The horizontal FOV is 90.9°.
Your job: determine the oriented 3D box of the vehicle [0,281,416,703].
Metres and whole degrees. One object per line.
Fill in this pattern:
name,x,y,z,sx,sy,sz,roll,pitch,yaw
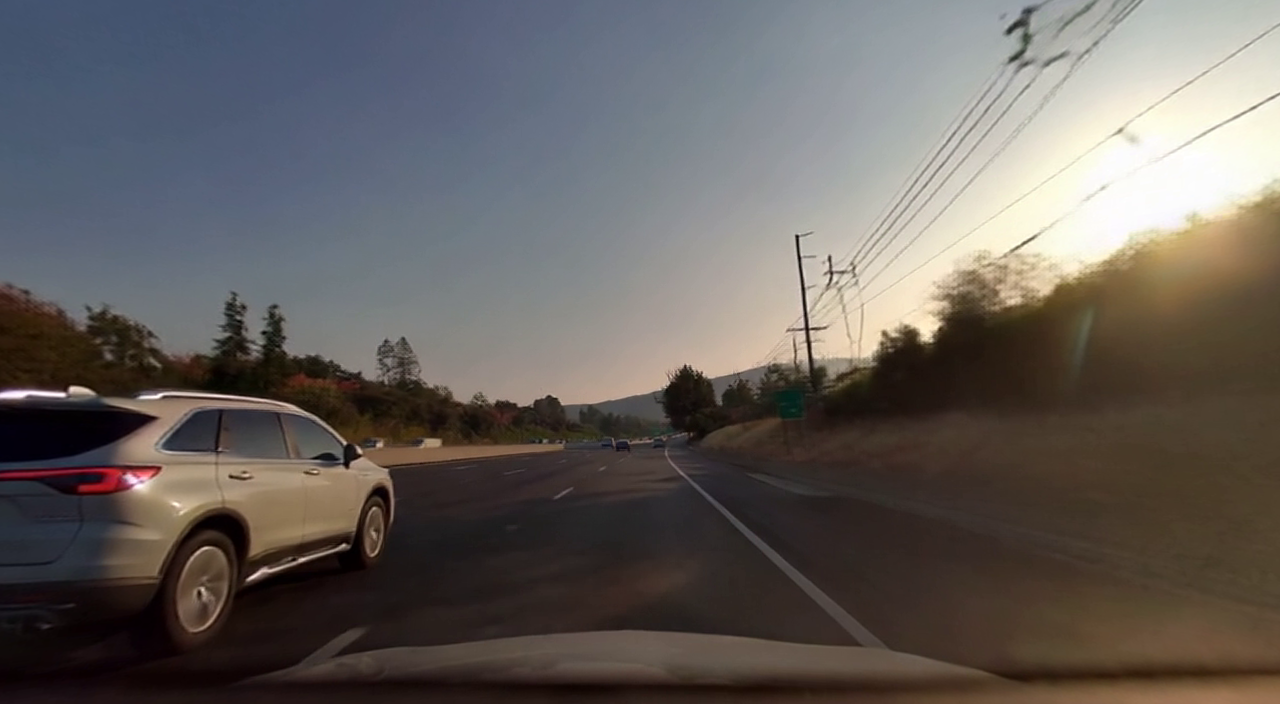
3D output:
vehicle,-3.752,1.001,4.794,2.136,1.975,5.037,-1,-8,1
